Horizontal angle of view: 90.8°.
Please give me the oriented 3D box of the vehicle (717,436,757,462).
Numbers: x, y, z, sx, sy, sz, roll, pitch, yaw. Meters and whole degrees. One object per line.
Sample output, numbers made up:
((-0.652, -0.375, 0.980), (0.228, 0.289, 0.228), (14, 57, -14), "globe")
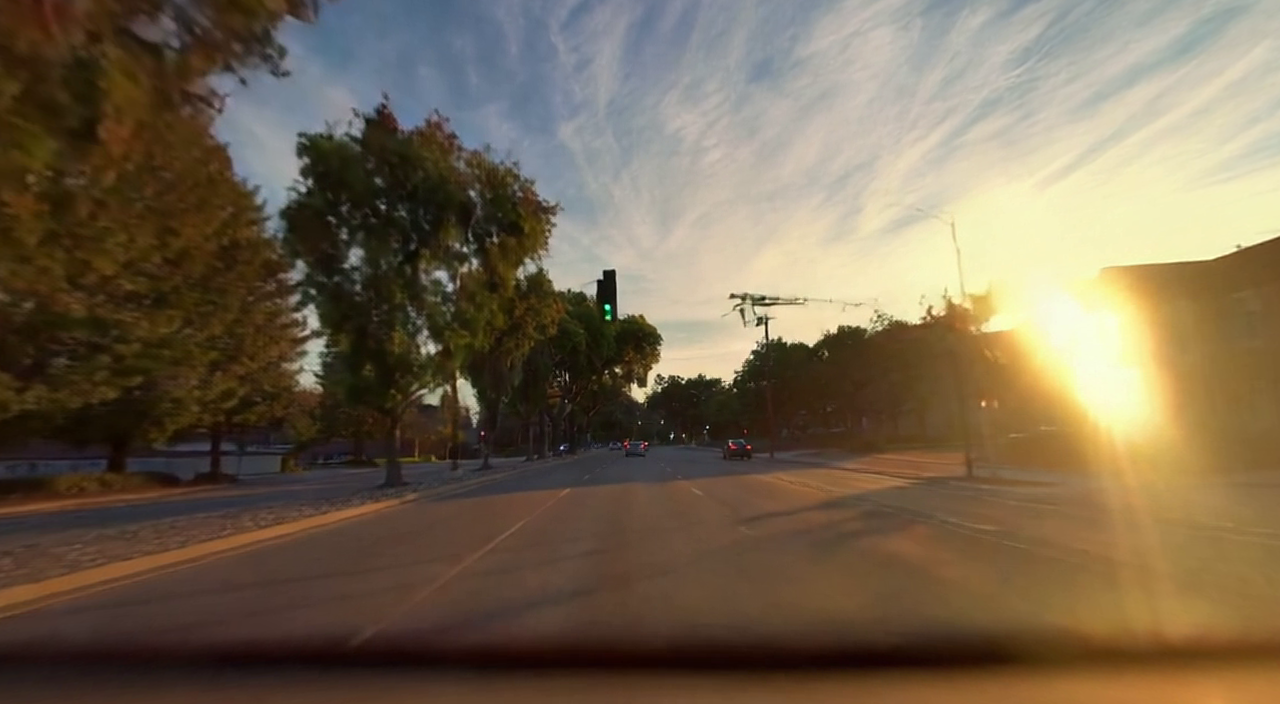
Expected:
((6.730, 6.792, 44.314), (2.011, 1.710, 4.357), (0, -9, -2), "vehicle")
